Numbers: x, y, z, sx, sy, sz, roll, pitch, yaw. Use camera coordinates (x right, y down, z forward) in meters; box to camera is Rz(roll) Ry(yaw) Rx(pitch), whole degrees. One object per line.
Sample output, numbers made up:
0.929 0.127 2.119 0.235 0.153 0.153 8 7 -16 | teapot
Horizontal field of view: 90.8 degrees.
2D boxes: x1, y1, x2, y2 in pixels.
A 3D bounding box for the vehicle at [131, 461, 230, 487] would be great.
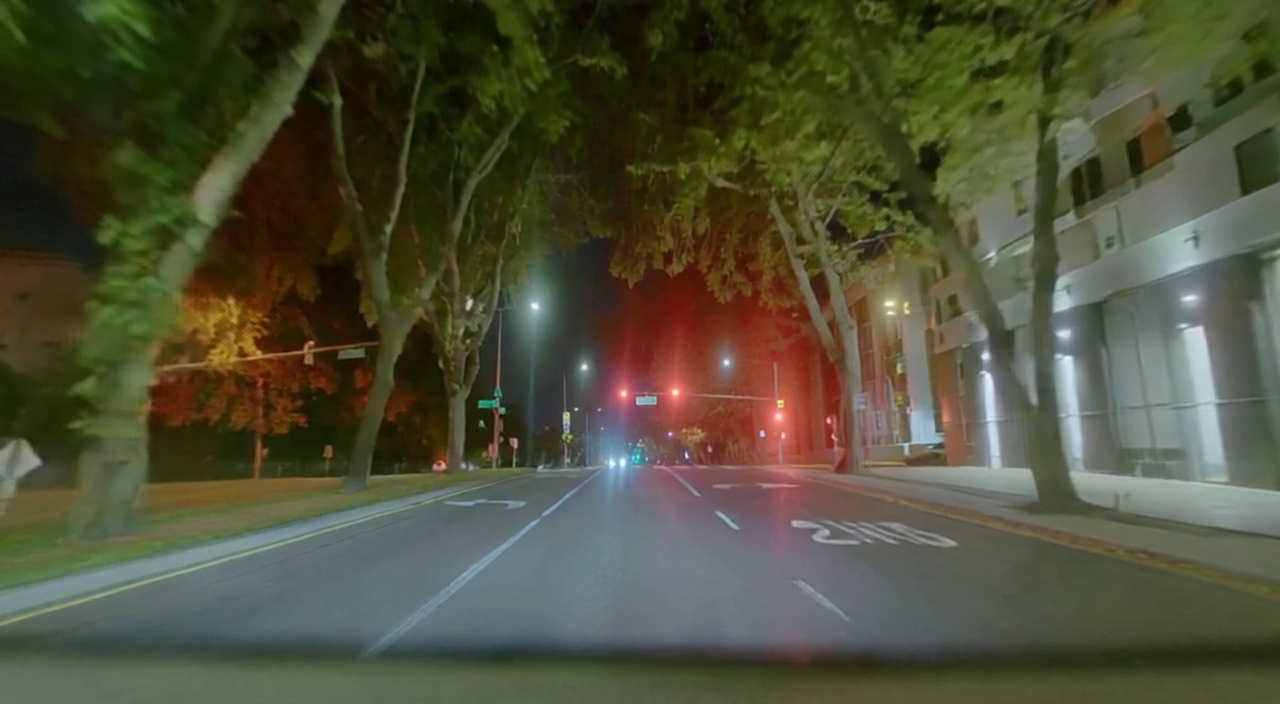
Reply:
-29.916 7.955 41.246 4.758 1.549 2.194 0 -8 0 | vehicle
